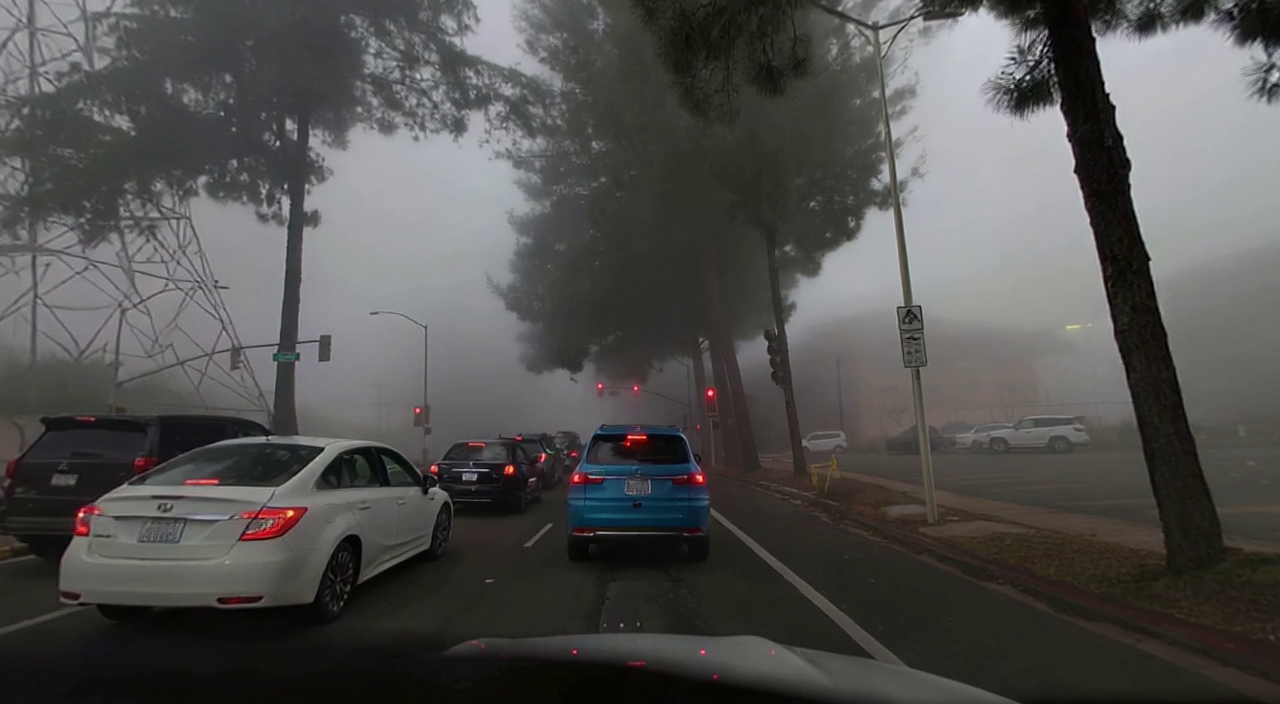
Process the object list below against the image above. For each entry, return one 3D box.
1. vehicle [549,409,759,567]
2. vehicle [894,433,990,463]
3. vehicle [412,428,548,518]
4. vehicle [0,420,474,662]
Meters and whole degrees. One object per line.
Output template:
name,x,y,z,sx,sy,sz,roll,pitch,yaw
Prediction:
vehicle,0.086,1.759,8.922,2.239,1.661,4.224,0,-8,-2
vehicle,15.092,4.807,31.696,3.858,1.437,1.899,0,-8,-4
vehicle,-3.252,2.523,13.661,1.997,1.636,3.760,0,-8,-1
vehicle,-3.166,1.493,6.189,1.973,1.469,4.448,0,-8,-1
